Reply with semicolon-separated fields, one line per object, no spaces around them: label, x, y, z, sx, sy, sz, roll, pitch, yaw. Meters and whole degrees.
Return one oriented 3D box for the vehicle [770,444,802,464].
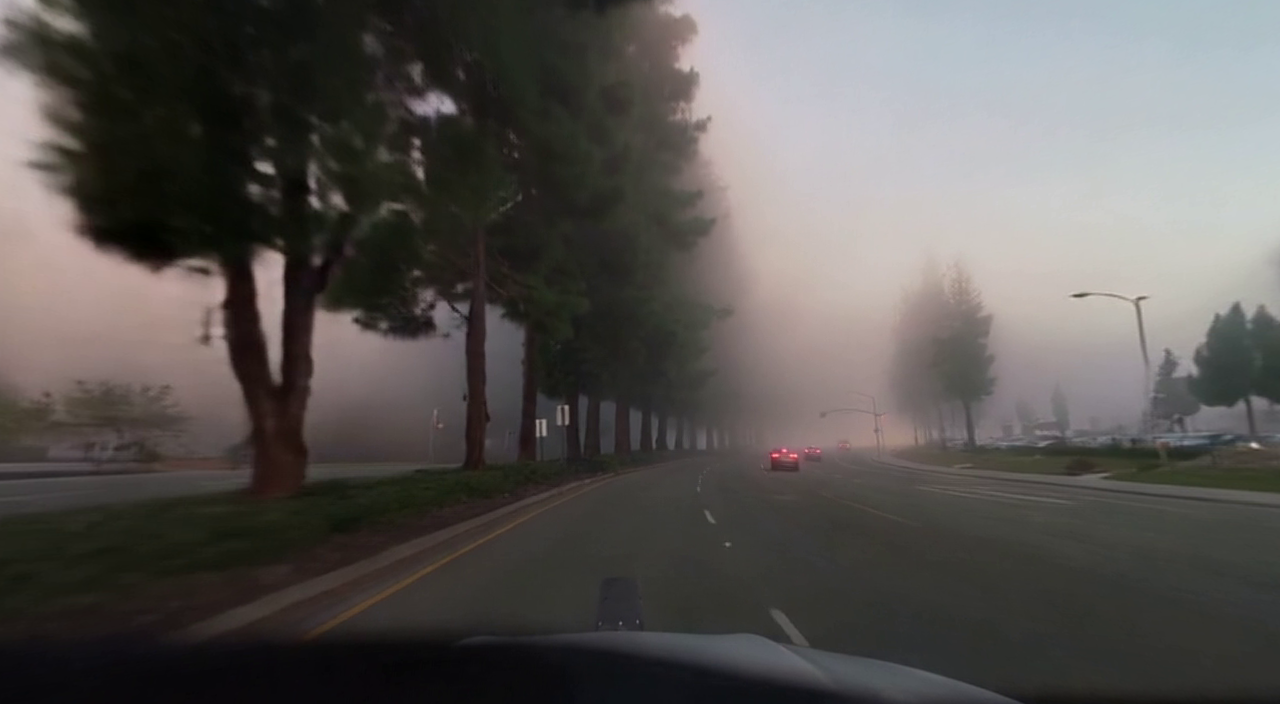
vehicle;11.019;7.709;47.957;1.988;1.460;3.996;-1;-9;8
